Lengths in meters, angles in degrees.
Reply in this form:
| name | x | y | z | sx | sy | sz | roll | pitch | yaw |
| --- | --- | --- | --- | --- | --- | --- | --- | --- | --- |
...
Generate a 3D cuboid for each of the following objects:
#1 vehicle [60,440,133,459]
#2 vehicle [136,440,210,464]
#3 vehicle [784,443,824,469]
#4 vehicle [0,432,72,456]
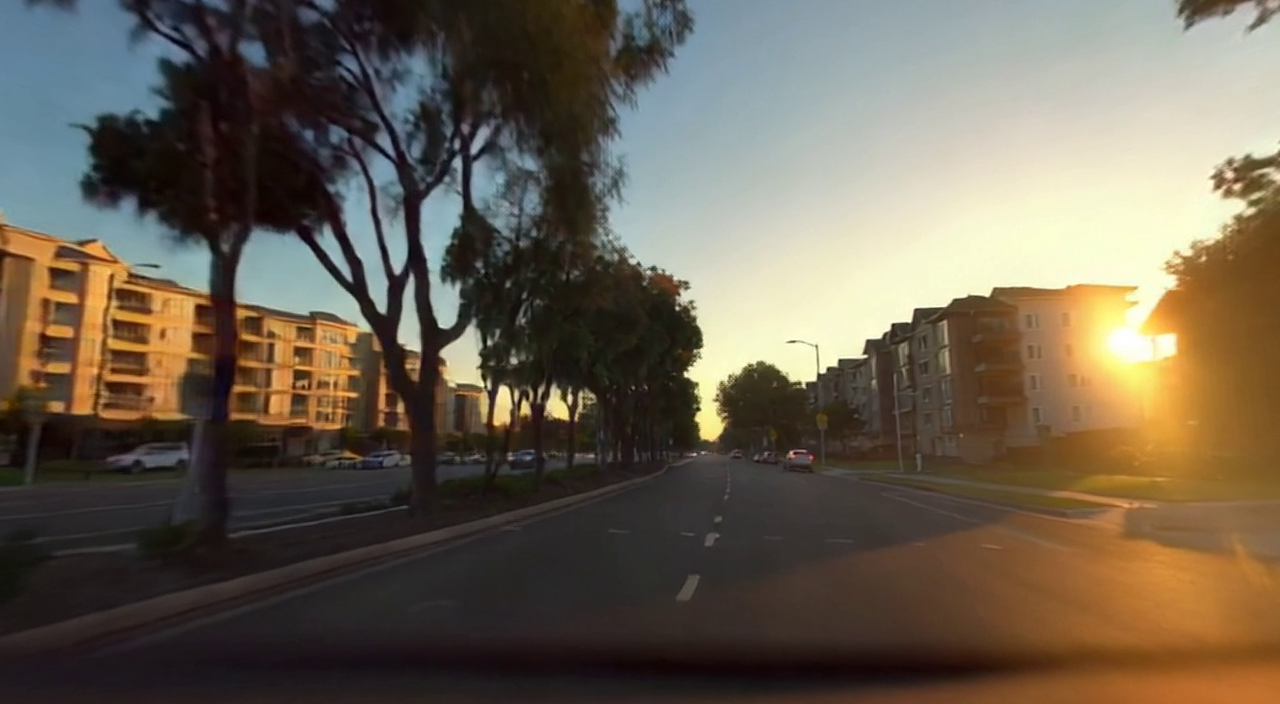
| name | x | y | z | sx | sy | sz | roll | pitch | yaw |
| --- | --- | --- | --- | --- | --- | --- | --- | --- | --- |
| vehicle | -41.807 | 7.513 | 48.416 | 4.394 | 1.451 | 1.861 | -2 | -9 | 12 |
| vehicle | -34.765 | 7.451 | 46.841 | 4.334 | 1.686 | 1.925 | -2 | -9 | 13 |
| vehicle | 12.644 | 8.064 | 48.861 | 2.241 | 1.877 | 4.810 | -1 | -9 | 6 |
| vehicle | -48.085 | 7.306 | 49.817 | 4.744 | 1.812 | 2.018 | -2 | -9 | 12 |
